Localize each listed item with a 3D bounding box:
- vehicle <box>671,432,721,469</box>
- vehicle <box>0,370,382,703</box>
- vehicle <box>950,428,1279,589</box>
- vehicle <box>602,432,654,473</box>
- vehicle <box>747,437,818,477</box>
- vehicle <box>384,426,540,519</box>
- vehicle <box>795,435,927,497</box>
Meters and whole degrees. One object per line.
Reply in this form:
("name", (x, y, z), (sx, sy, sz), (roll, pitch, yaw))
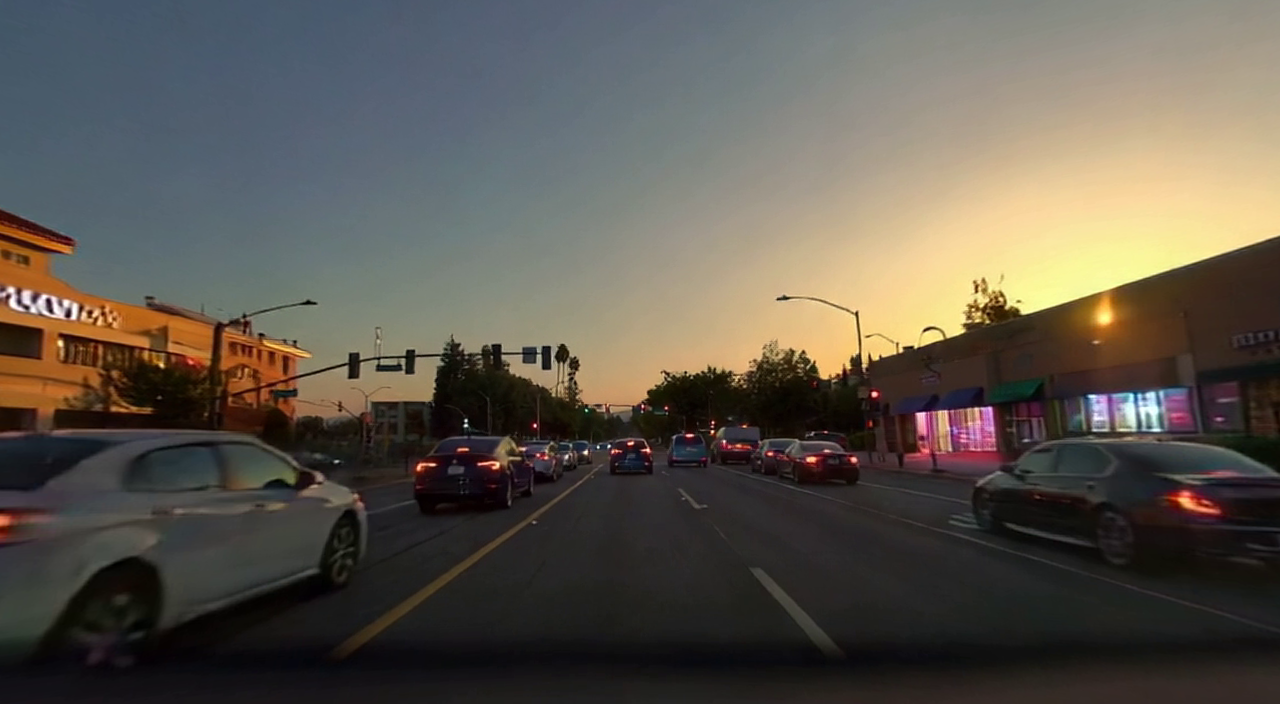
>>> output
("vehicle", (2.785, 5.059, 32.533), (2.018, 1.779, 4.338), (0, -8, -2))
("vehicle", (-3.609, 1.154, 4.367), (1.934, 1.624, 3.964), (0, -8, 0))
("vehicle", (6.103, 1.761, 8.073), (2.017, 1.453, 4.497), (0, -8, 1))
("vehicle", (-0.547, 4.691, 29.569), (2.261, 1.741, 4.255), (0, -8, -1))
("vehicle", (5.940, 4.437, 26.903), (1.884, 1.522, 4.557), (0, -8, -1))
("vehicle", (-3.507, 2.454, 13.428), (2.063, 1.625, 4.290), (0, -8, 0))
("vehicle", (6.033, 3.164, 17.968), (1.969, 1.502, 4.663), (0, -8, -1))
